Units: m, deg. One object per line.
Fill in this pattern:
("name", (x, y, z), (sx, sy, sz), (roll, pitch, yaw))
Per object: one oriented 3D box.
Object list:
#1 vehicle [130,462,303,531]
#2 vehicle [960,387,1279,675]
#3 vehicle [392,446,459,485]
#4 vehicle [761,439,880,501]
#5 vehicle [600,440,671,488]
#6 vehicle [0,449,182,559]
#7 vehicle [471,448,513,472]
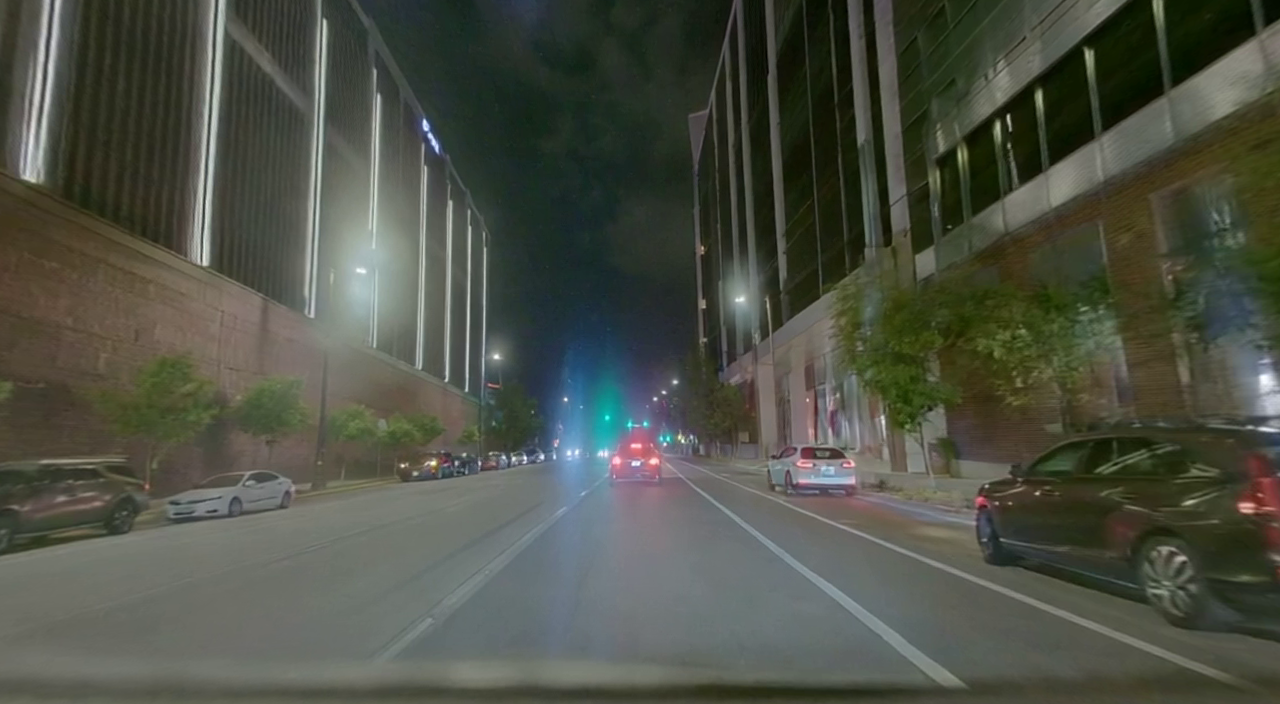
("vehicle", (-11.527, 3.917, 17.682), (1.917, 1.408, 4.454), (-4, -8, -2))
("vehicle", (4.956, 1.336, 5.522), (2.071, 1.730, 4.298), (0, -8, 1))
("vehicle", (-11.777, 6.220, 35.047), (2.114, 1.938, 4.590), (-1, -8, 0))
("vehicle", (5.030, 3.337, 18.329), (2.075, 1.584, 4.201), (0, -8, -2))
("vehicle", (-0.135, 3.850, 22.063), (2.269, 1.479, 3.980), (0, -8, 0))
("vehicle", (-11.818, 2.924, 12.299), (2.223, 1.807, 5.061), (-6, -8, -3))
("vehicle", (-11.575, 8.464, 49.675), (2.077, 1.732, 4.704), (0, -8, 1))
